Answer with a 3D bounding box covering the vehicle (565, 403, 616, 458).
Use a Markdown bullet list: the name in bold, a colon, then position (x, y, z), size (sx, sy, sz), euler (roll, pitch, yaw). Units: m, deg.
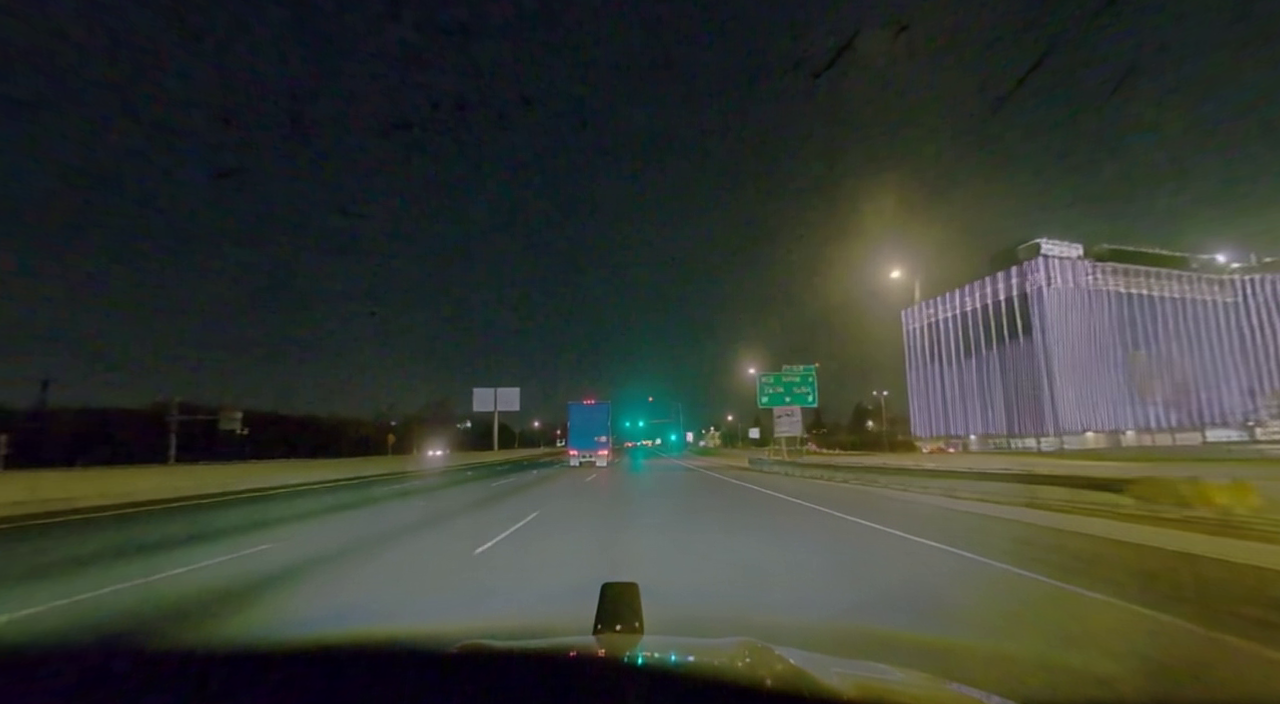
- **vehicle**: position (-3.687, 6.355, 49.711), size (3.059, 3.867, 10.343), euler (0, -9, 1)
